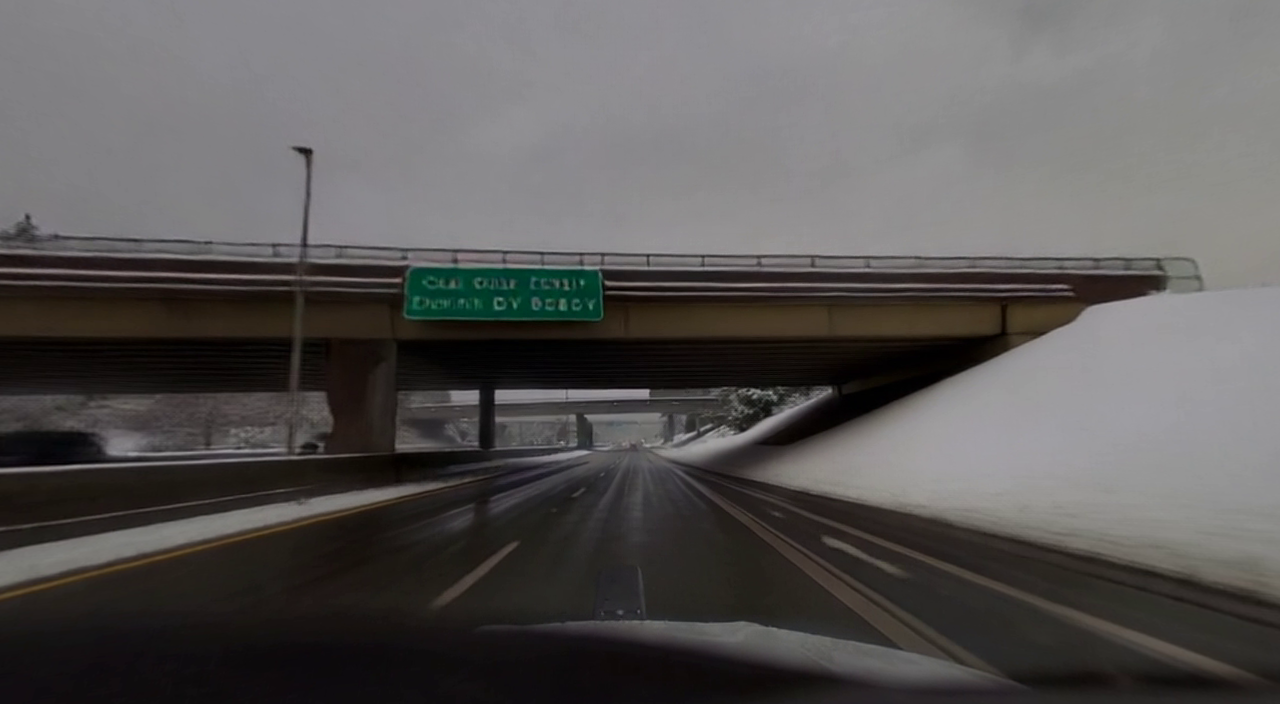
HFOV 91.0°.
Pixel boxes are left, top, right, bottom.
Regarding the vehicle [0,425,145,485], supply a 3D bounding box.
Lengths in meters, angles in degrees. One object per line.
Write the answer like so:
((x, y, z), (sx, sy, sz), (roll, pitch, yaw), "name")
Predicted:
((-16.279, 2.810, 17.412), (1.733, 1.434, 4.293), (-1, -8, -1), "vehicle")

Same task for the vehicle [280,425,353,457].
((-20.857, 5.785, 40.798), (2.148, 1.941, 4.901), (0, -8, -1), "vehicle")
